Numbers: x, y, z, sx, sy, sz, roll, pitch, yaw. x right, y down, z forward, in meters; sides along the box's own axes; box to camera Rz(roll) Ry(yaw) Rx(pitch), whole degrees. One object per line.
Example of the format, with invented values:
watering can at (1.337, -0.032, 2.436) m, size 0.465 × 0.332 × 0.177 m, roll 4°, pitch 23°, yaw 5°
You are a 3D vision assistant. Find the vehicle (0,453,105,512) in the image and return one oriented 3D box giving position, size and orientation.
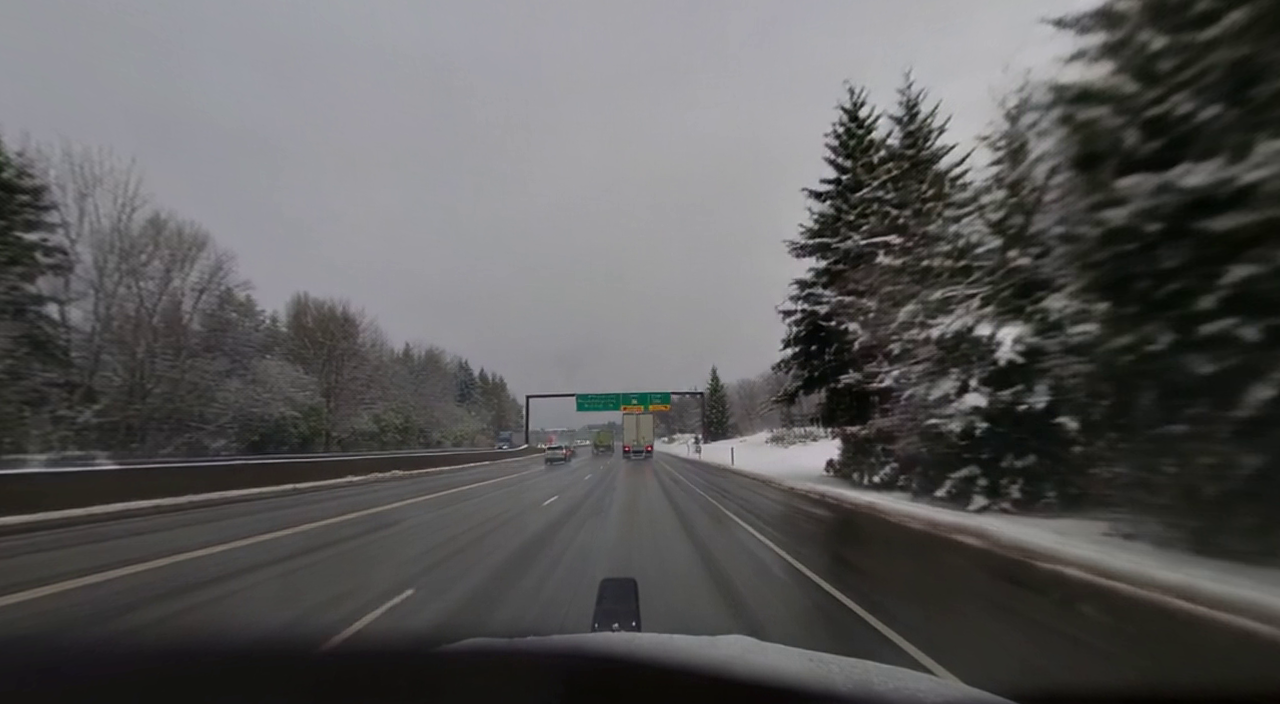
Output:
vehicle at (-18.934, 3.823, 18.516) m, size 1.976 × 1.575 × 5.075 m, roll 0°, pitch -8°, yaw 0°

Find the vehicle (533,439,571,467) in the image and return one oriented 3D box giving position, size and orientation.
vehicle at (-6.156, 7.053, 44.418) m, size 2.127 × 1.839 × 4.984 m, roll 0°, pitch -8°, yaw -2°
